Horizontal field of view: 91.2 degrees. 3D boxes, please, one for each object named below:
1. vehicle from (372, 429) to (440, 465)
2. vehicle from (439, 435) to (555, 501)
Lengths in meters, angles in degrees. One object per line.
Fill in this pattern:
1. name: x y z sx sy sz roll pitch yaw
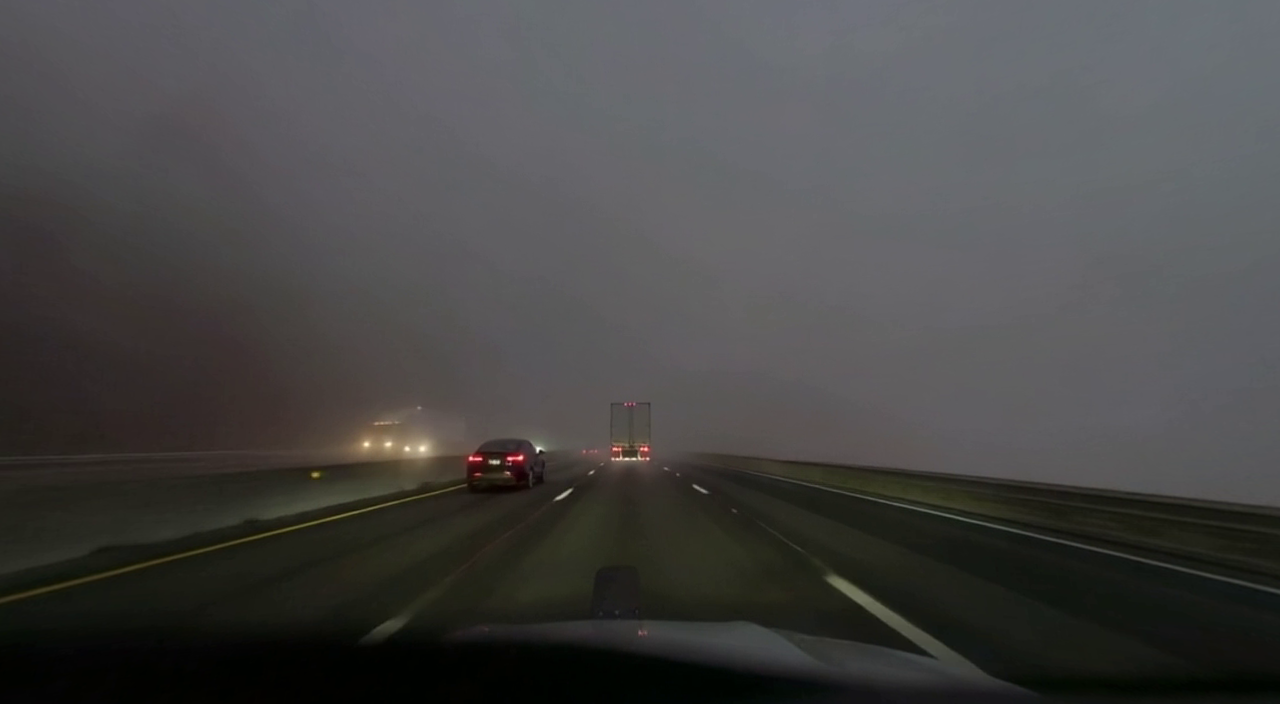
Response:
1. vehicle: -13.319 5.479 36.017 2.047 1.878 4.683 0 -9 0
2. vehicle: -3.662 3.074 16.931 2.057 1.519 4.372 0 -9 1
